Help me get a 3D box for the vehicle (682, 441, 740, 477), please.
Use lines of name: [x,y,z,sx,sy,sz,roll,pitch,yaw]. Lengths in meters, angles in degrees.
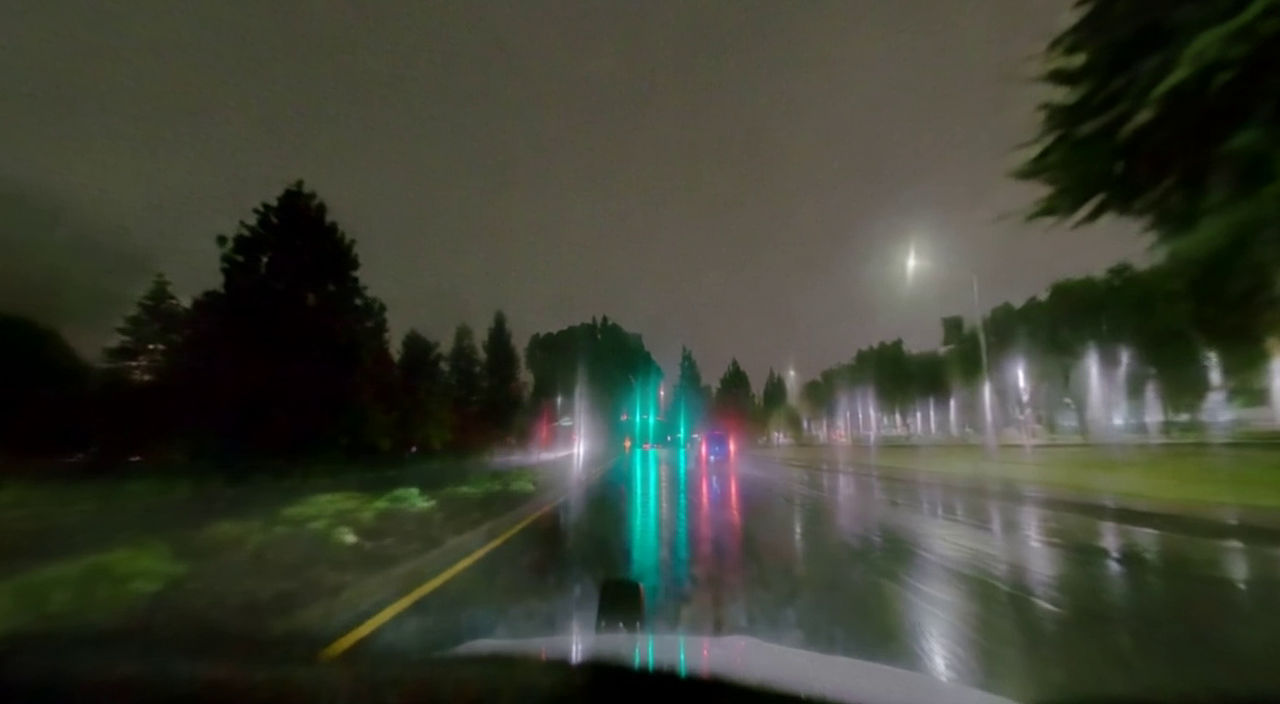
vehicle: [3.110,4.792,28.561,2.056,1.483,4.091,0,-8,-1]
